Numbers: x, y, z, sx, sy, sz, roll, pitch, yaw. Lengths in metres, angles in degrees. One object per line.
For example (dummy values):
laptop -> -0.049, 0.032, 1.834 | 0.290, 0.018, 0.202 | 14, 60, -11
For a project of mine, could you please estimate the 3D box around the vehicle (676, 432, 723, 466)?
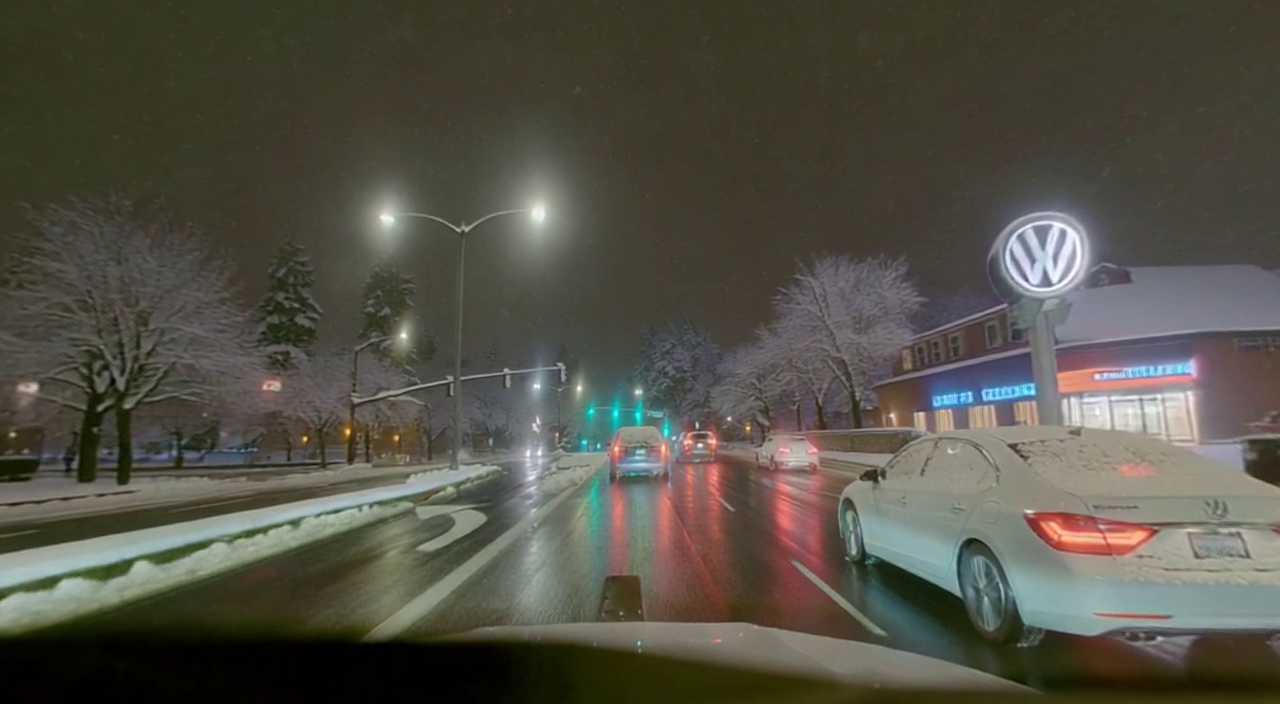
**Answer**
vehicle -> 3.140, 5.282, 34.412 | 2.000, 1.745, 4.206 | 0, -9, -2

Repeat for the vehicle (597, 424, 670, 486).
vehicle -> -0.238, 3.319, 20.538 | 2.106, 1.798, 4.168 | 0, -9, -1

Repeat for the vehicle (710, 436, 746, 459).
vehicle -> 6.709, 7.342, 48.554 | 2.037, 1.628, 3.770 | 0, -9, -2

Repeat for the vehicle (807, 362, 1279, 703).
vehicle -> 3.095, 1.200, 5.126 | 2.153, 1.658, 4.485 | 0, -9, -1

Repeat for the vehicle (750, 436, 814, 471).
vehicle -> 6.426, 4.637, 29.028 | 1.883, 1.452, 4.258 | 0, -9, -1
